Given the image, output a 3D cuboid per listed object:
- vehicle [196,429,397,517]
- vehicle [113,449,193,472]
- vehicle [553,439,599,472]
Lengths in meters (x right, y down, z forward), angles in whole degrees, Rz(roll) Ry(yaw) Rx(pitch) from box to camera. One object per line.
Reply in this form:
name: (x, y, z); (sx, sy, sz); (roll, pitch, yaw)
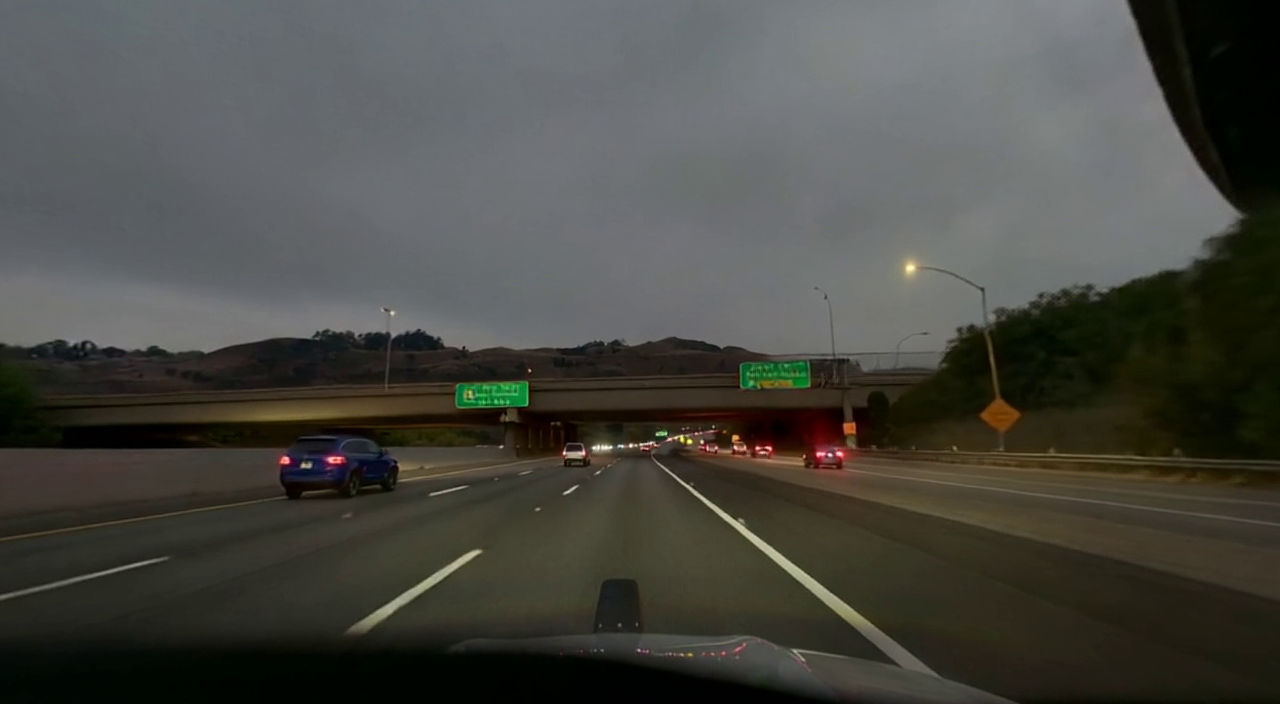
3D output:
vehicle: (-7.756, 2.770, 14.908); (2.092, 1.712, 4.627); (0, -9, 0)
vehicle: (-33.761, 7.516, 43.821); (1.775, 1.506, 4.629); (0, -9, 0)
vehicle: (-3.732, 6.182, 37.705); (2.144, 1.847, 4.850); (0, -9, 1)
